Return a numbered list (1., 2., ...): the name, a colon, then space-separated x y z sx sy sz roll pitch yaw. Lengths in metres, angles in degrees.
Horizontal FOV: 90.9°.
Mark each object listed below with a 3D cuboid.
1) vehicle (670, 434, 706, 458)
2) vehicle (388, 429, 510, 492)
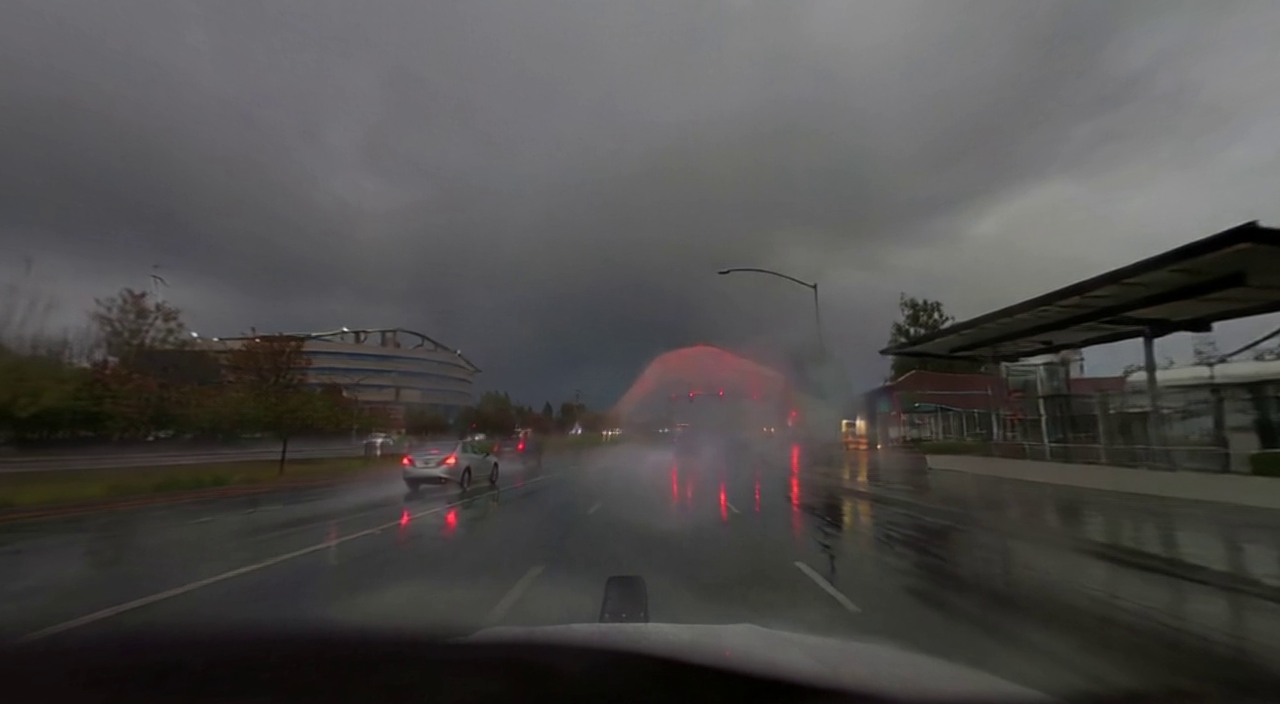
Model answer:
1. vehicle: 3.828 7.349 49.475 2.345 1.803 4.261 -2 -8 10
2. vehicle: -5.789 3.357 19.872 2.181 1.728 4.515 -1 -8 4
